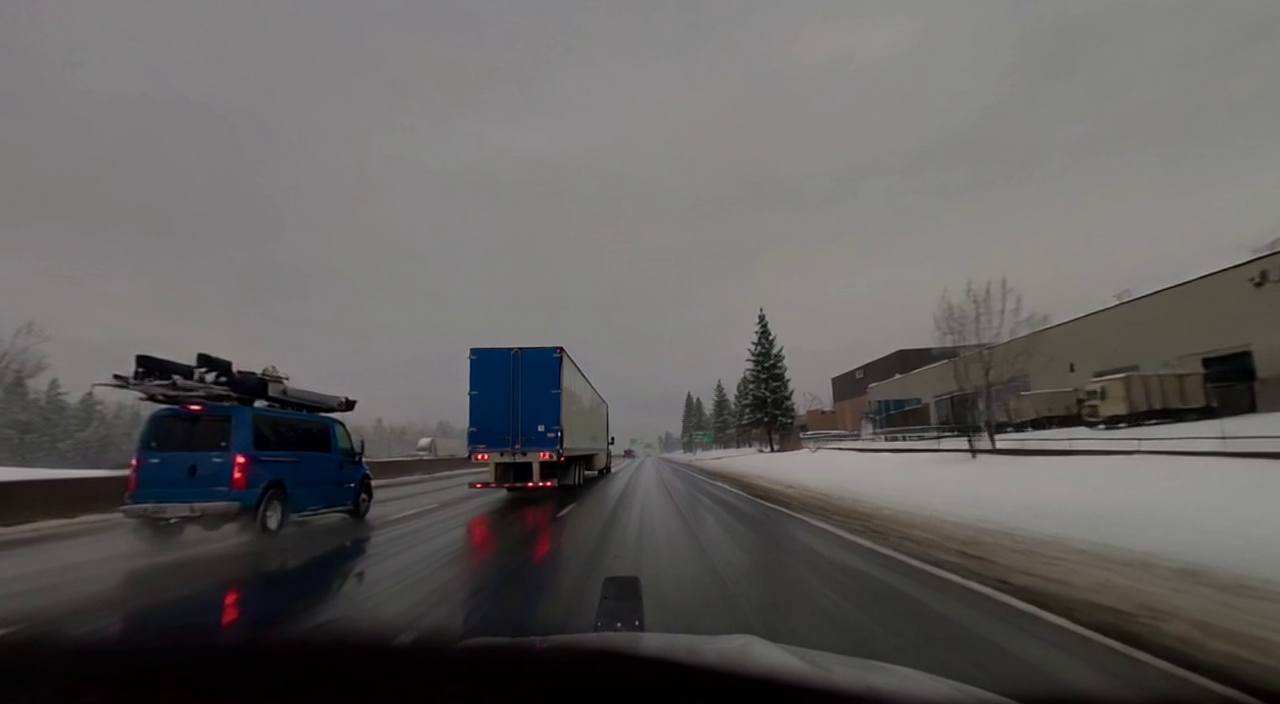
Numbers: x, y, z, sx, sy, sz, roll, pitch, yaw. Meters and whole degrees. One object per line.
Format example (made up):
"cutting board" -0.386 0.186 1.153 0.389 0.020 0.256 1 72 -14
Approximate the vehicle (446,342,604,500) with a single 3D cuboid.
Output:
"vehicle" -3.458 2.974 24.677 2.939 4.132 16.303 0 -9 1

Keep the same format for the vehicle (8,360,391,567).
"vehicle" -6.905 1.876 11.269 2.385 2.672 6.049 0 -8 0
